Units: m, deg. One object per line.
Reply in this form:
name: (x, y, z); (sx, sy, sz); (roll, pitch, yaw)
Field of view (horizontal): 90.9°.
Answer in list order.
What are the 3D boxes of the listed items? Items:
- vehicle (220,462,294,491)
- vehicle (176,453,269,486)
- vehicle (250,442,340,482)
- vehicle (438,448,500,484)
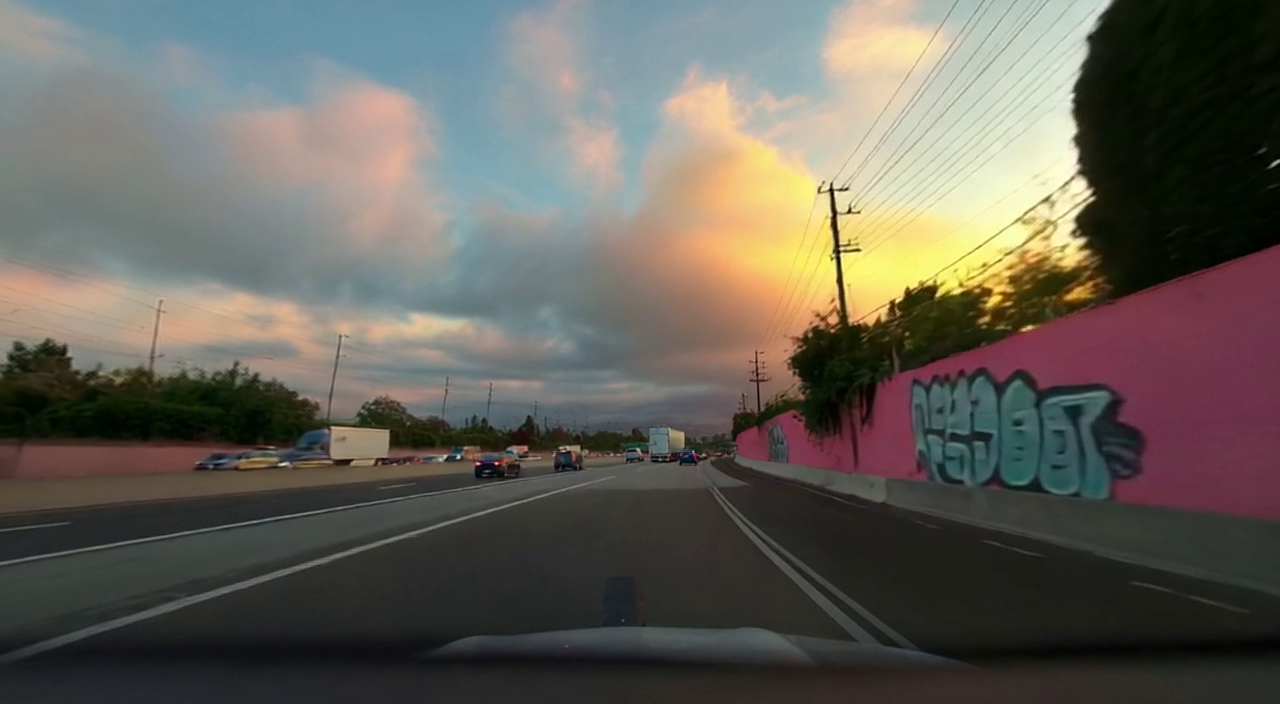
vehicle: (-20.009, 6.510, 33.068); (1.551, 1.343, 3.308); (-1, -9, 6)
vehicle: (-23.676, 6.648, 35.943); (2.075, 1.694, 4.379); (-1, -9, 4)
vehicle: (-23.009, 7.346, 42.367); (2.521, 2.525, 5.345); (-2, -9, 7)
vehicle: (-7.440, 4.974, 27.659); (1.708, 1.489, 2.840); (-1, -9, 6)
